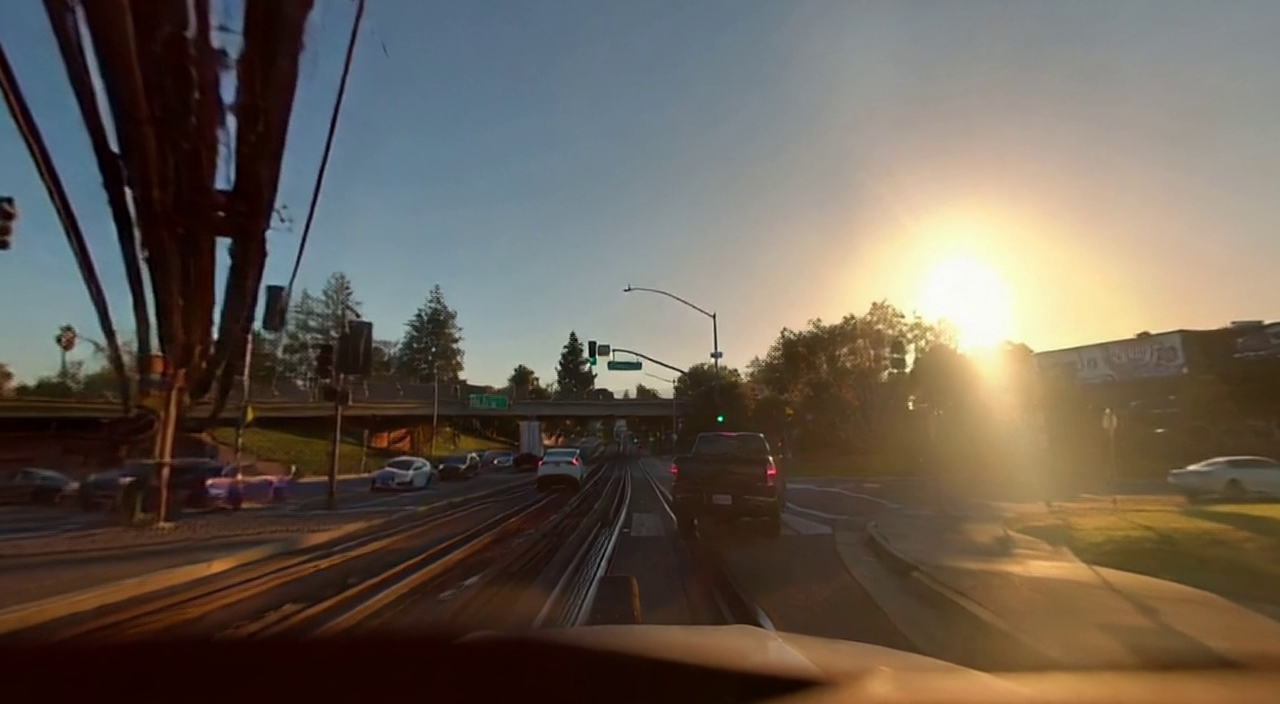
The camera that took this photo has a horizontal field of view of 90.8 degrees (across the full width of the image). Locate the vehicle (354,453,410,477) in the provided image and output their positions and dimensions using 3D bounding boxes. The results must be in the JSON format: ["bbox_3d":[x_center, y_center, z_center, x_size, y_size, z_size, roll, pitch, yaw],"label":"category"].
[{"bbox_3d":[-17.481,7.657,43.009,1.908,1.482,4.621,0,-9,-1],"label":"vehicle"}]

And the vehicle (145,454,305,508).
[{"bbox_3d":[-12.990,4.031,20.243,2.027,1.482,4.711,0,-9,-1],"label":"vehicle"}]

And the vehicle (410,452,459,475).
[{"bbox_3d":[-13.747,7.470,42.511,1.864,1.456,4.409,0,-9,-1],"label":"vehicle"}]

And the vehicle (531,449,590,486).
[{"bbox_3d":[-3.421,5.088,28.114,2.004,1.482,4.799,0,-9,0],"label":"vehicle"}]

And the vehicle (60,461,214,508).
[{"bbox_3d":[-16.938,4.440,21.602,1.880,1.377,4.201,0,-9,-2],"label":"vehicle"}]

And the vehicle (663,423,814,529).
[{"bbox_3d":[2.497,2.741,14.544,2.404,1.926,5.251,-4,-10,20],"label":"vehicle"}]

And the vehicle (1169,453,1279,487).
[{"bbox_3d":[27.778,5.461,29.403,4.412,1.494,2.136,0,-9,-2],"label":"vehicle"}]
